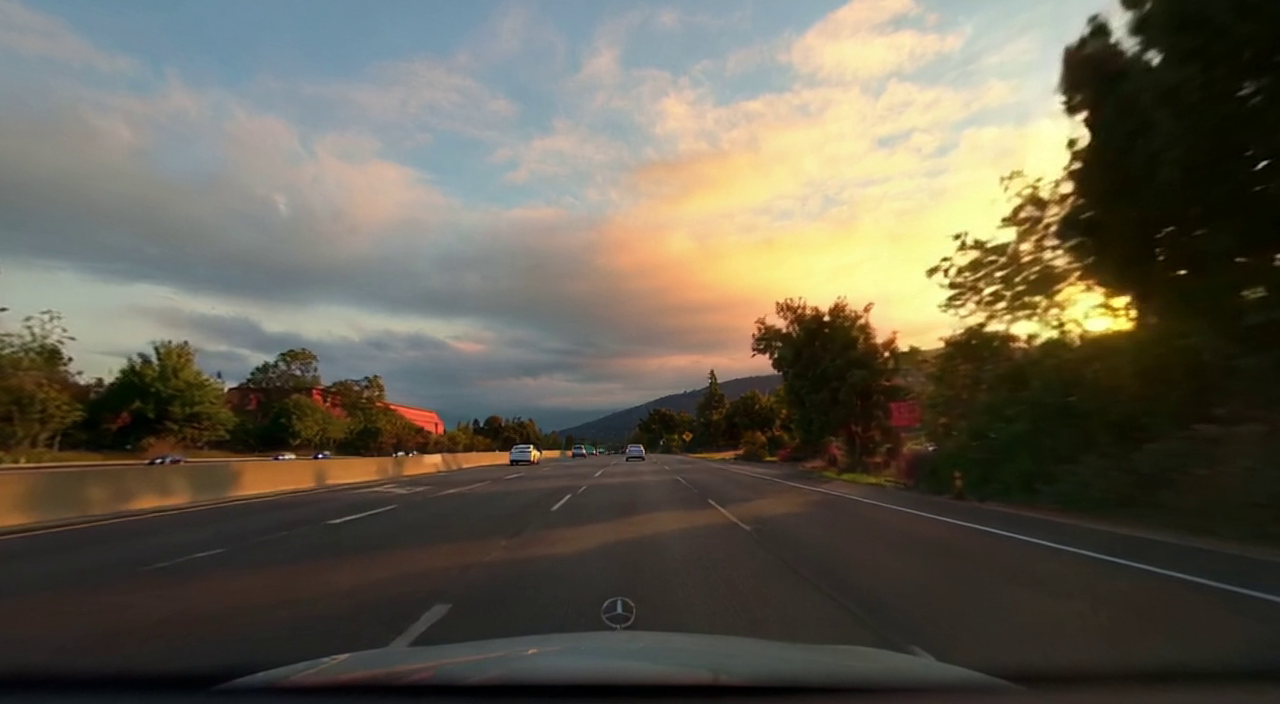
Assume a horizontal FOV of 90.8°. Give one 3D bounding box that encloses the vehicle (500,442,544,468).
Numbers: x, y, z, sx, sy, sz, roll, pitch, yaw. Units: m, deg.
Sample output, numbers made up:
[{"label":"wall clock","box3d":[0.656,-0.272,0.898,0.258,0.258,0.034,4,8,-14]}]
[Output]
[{"label":"vehicle","box3d":[-7.740,6.785,41.835,1.991,1.572,4.314,0,-9,0]}]
